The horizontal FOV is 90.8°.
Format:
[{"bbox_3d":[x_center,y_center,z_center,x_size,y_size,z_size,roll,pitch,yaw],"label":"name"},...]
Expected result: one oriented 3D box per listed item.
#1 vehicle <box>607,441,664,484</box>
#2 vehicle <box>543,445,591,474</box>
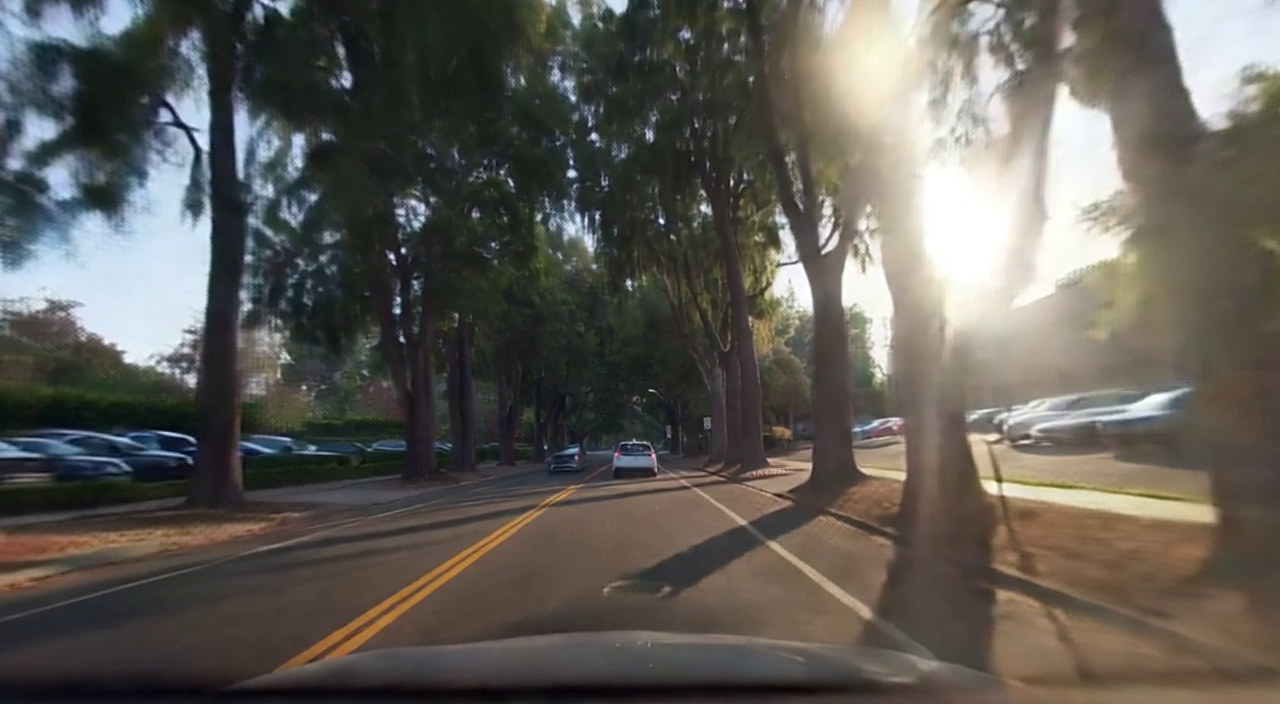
[{"bbox_3d":[-0.209,4.496,26.100,2.152,1.574,4.223,0,-8,-1],"label":"vehicle"},{"bbox_3d":[-3.901,5.835,34.649,2.028,1.464,4.602,-1,-8,1],"label":"vehicle"}]
